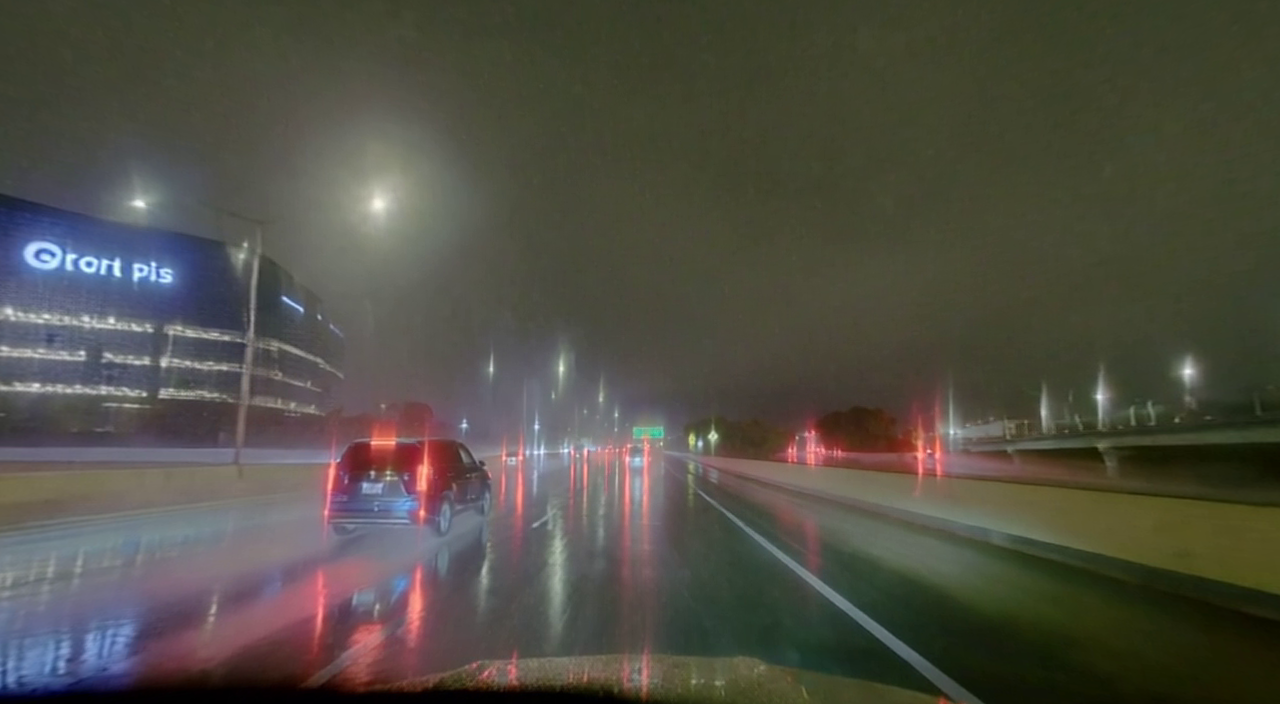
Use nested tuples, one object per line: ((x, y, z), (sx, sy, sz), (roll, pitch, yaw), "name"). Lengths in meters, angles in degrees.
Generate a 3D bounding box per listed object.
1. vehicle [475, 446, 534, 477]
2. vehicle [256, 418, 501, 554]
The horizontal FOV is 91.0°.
((-7.230, 5.871, 34.164), (1.998, 1.542, 4.953), (0, -9, 1), "vehicle")
((-3.868, 2.072, 10.421), (2.059, 1.725, 4.521), (0, -9, 1), "vehicle")
